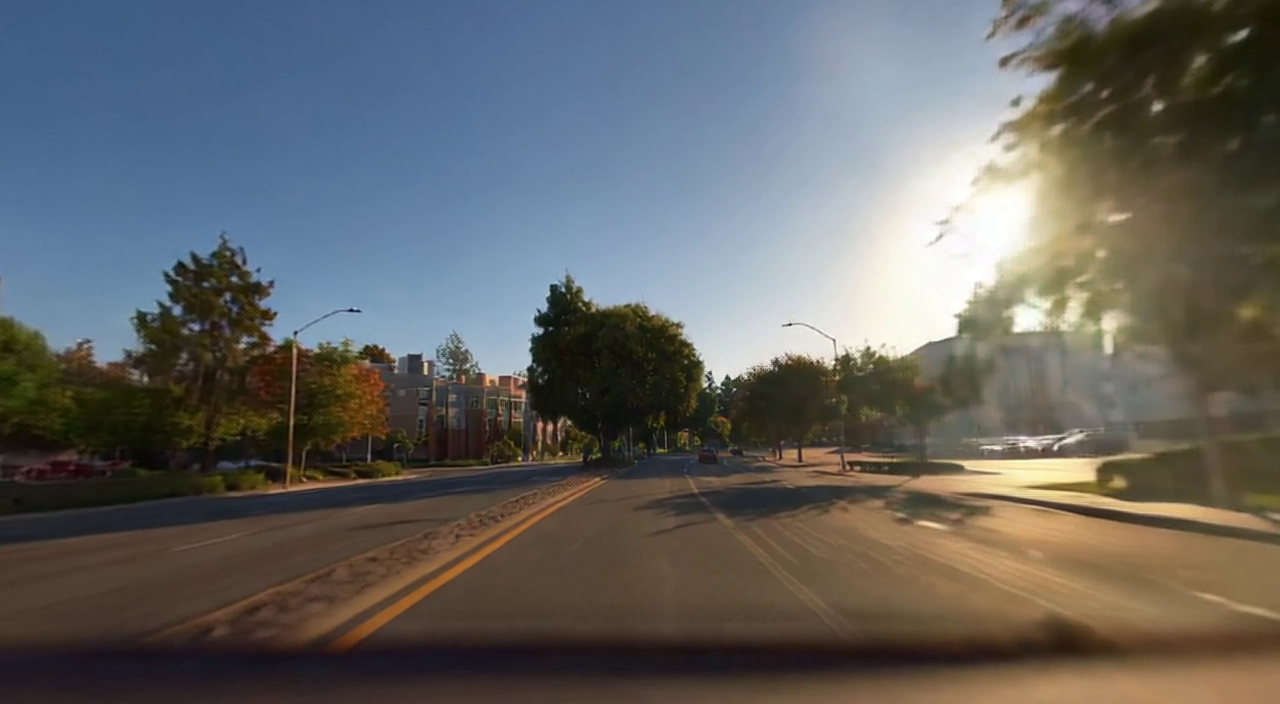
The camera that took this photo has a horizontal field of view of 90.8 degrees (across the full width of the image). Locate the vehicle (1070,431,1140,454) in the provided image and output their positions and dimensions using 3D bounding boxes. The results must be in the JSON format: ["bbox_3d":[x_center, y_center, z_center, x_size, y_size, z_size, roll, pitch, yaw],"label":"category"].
[{"bbox_3d":[36.492,7.127,49.594,4.540,1.717,1.926,2,-9,-16],"label":"vehicle"}]
